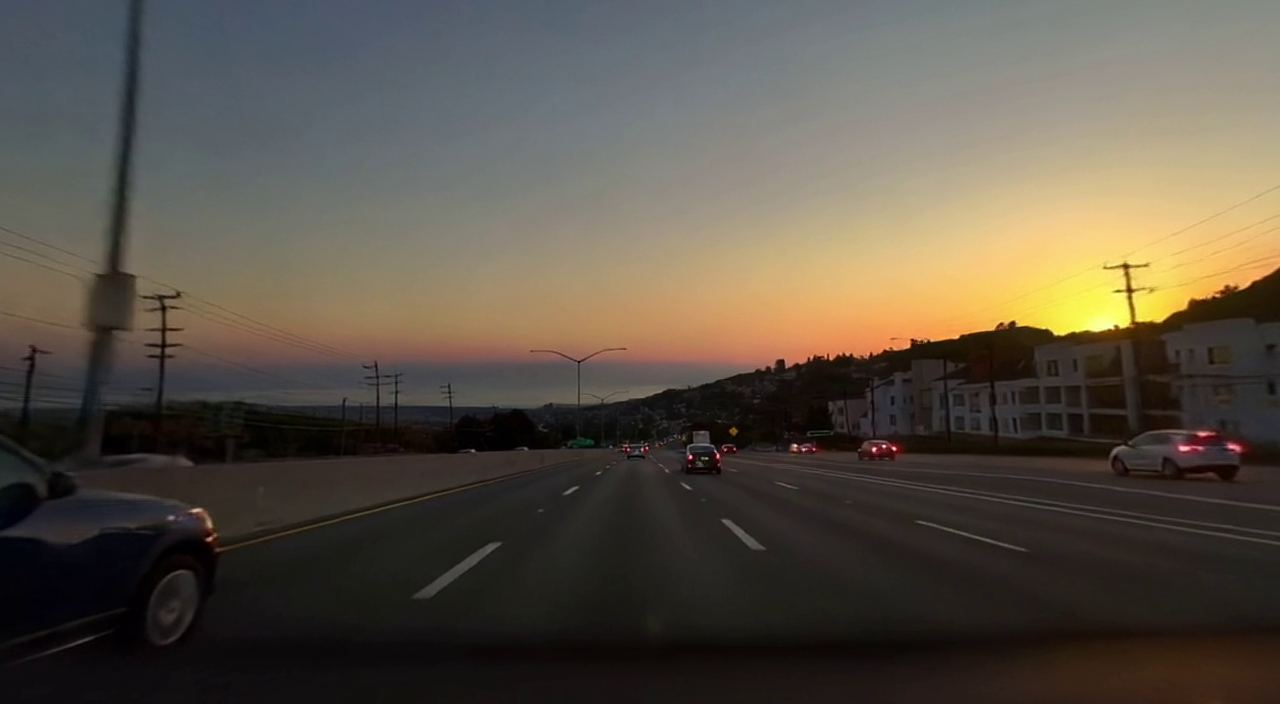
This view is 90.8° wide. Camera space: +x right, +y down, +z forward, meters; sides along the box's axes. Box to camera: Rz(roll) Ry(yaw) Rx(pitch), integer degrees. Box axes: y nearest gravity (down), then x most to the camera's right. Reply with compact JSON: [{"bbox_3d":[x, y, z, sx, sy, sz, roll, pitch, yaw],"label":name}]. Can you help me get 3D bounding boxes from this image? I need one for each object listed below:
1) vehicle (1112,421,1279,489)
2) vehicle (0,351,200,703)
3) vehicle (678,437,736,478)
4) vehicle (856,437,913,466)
[{"bbox_3d":[18.701,3.358,20.793,2.190,1.911,5.658,-1,-9,3],"label":"vehicle"},{"bbox_3d":[-3.586,0.661,1.262,2.099,1.682,4.590,0,-9,0],"label":"vehicle"},{"bbox_3d":[2.848,4.607,27.849,1.997,1.638,4.281,0,-9,-1],"label":"vehicle"},{"bbox_3d":[16.217,6.626,42.145,2.070,1.782,5.006,-1,-9,4],"label":"vehicle"}]
